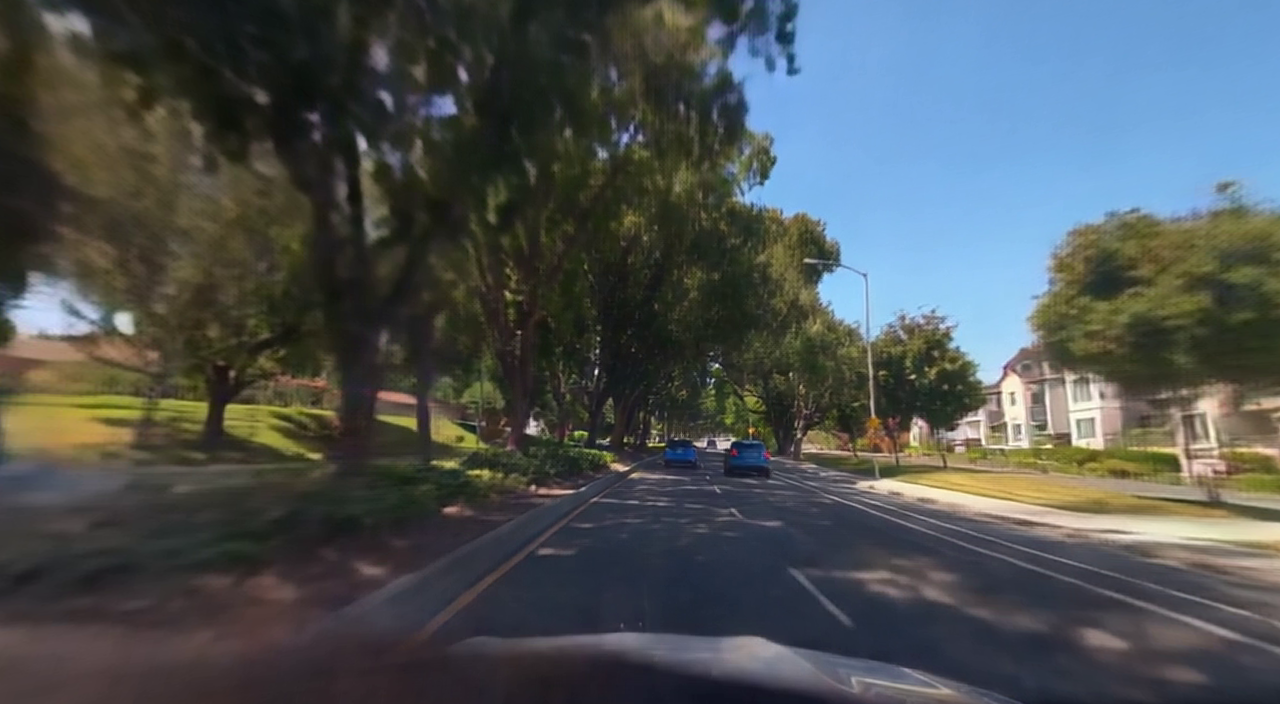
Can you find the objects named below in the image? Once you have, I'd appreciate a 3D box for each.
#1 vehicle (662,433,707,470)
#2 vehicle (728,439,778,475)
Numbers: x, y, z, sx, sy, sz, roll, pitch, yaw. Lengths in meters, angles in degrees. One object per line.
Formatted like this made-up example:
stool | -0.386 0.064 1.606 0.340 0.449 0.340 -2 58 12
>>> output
vehicle | 2.372 5.295 33.477 2.251 1.822 4.391 -1 -9 4
vehicle | 5.600 5.271 31.641 1.971 1.663 4.287 0 -9 3
